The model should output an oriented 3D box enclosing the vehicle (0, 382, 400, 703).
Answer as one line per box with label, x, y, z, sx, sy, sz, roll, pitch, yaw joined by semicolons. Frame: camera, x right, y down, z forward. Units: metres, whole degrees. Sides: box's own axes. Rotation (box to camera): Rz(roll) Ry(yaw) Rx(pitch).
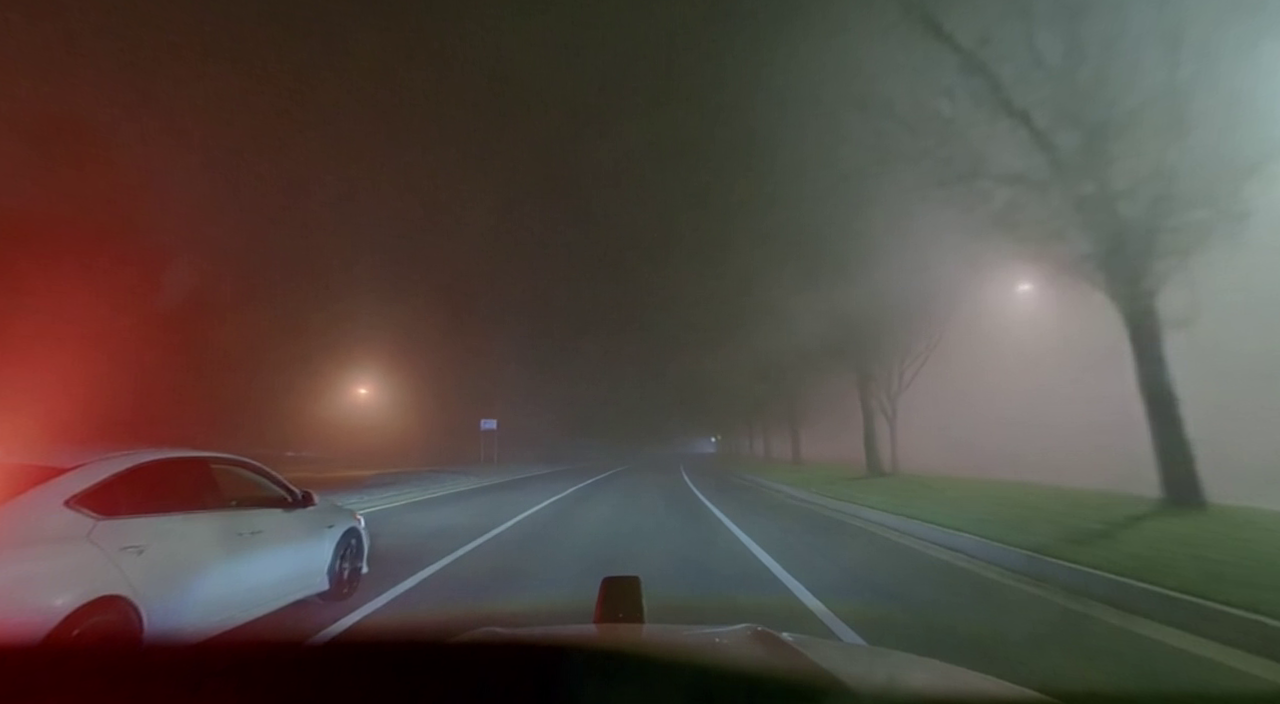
vehicle;-3.249;1.097;3.767;1.915;1.521;4.283;0;-8;0
